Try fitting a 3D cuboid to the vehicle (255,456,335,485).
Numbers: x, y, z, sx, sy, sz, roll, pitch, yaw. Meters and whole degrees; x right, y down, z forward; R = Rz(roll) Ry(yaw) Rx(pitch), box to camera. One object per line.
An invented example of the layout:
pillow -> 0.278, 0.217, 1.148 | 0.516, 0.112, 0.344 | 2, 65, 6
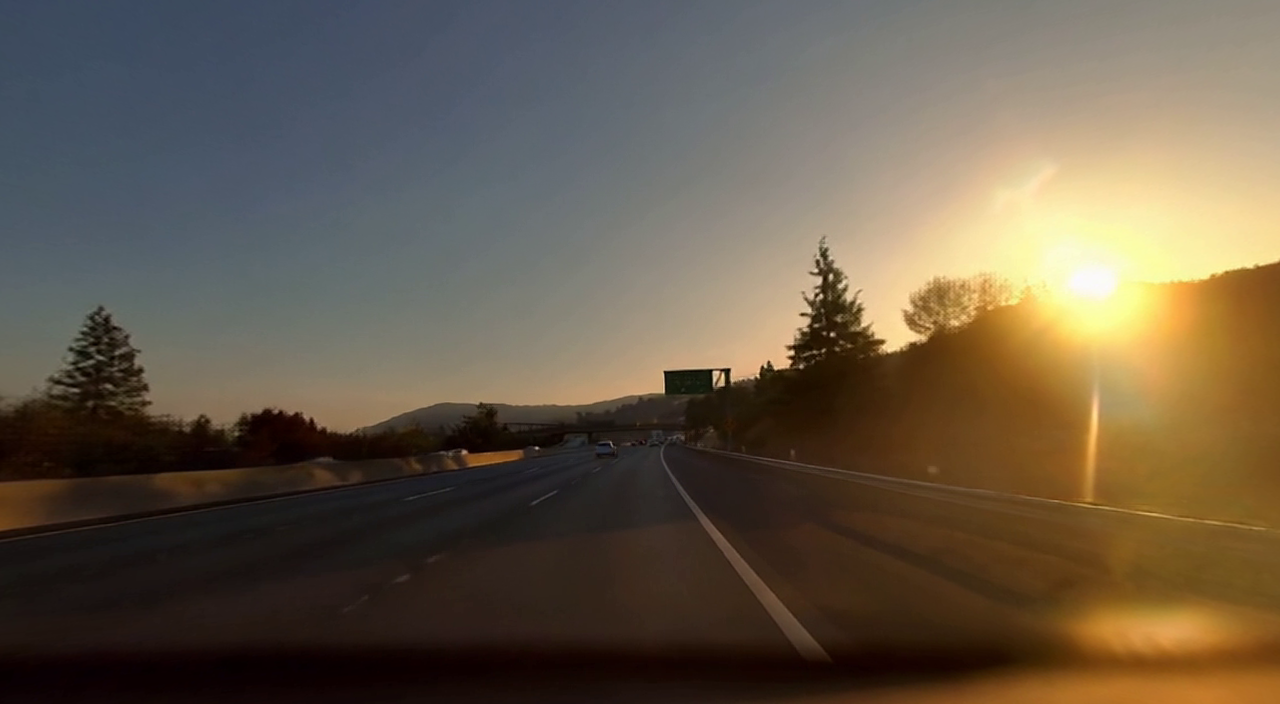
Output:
vehicle -> -19.950, 6.844, 36.494 | 1.961, 1.536, 4.595 | -1, -9, 1
